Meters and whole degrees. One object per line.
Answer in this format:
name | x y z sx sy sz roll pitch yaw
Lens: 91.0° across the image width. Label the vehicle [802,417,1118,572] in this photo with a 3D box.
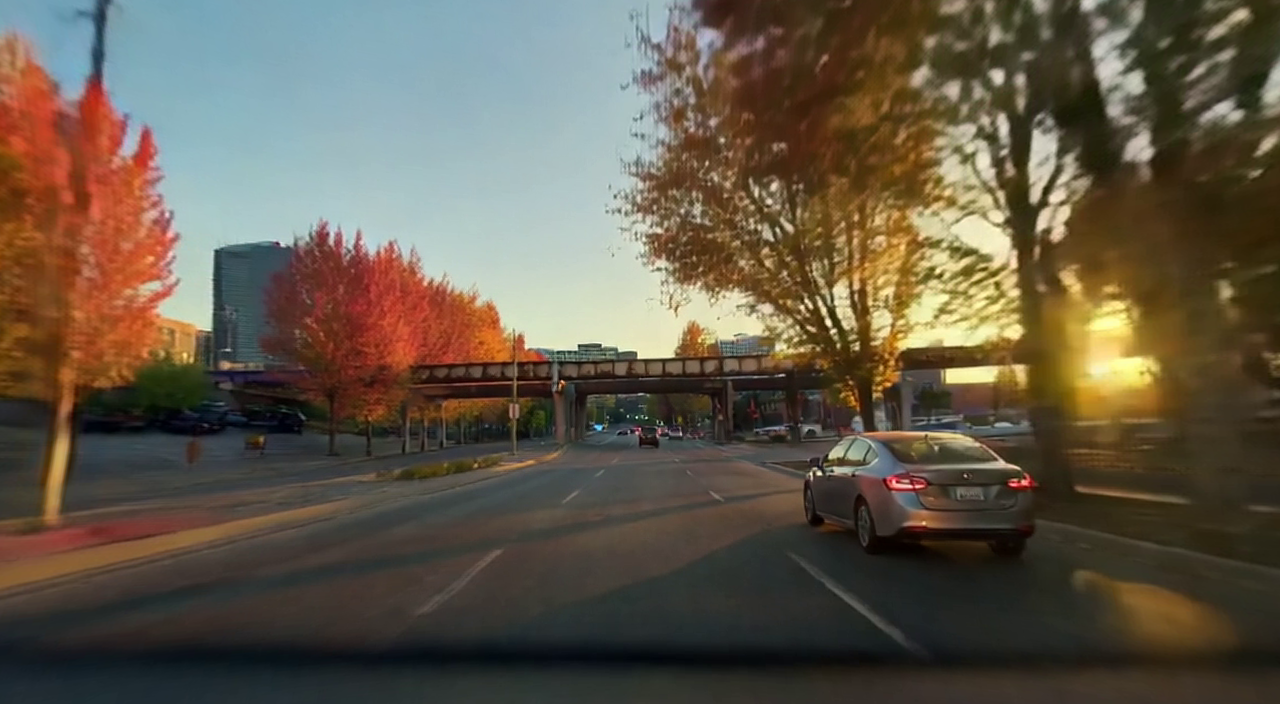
vehicle | 3.813 1.786 8.648 2.063 1.542 4.420 -1 -9 1
